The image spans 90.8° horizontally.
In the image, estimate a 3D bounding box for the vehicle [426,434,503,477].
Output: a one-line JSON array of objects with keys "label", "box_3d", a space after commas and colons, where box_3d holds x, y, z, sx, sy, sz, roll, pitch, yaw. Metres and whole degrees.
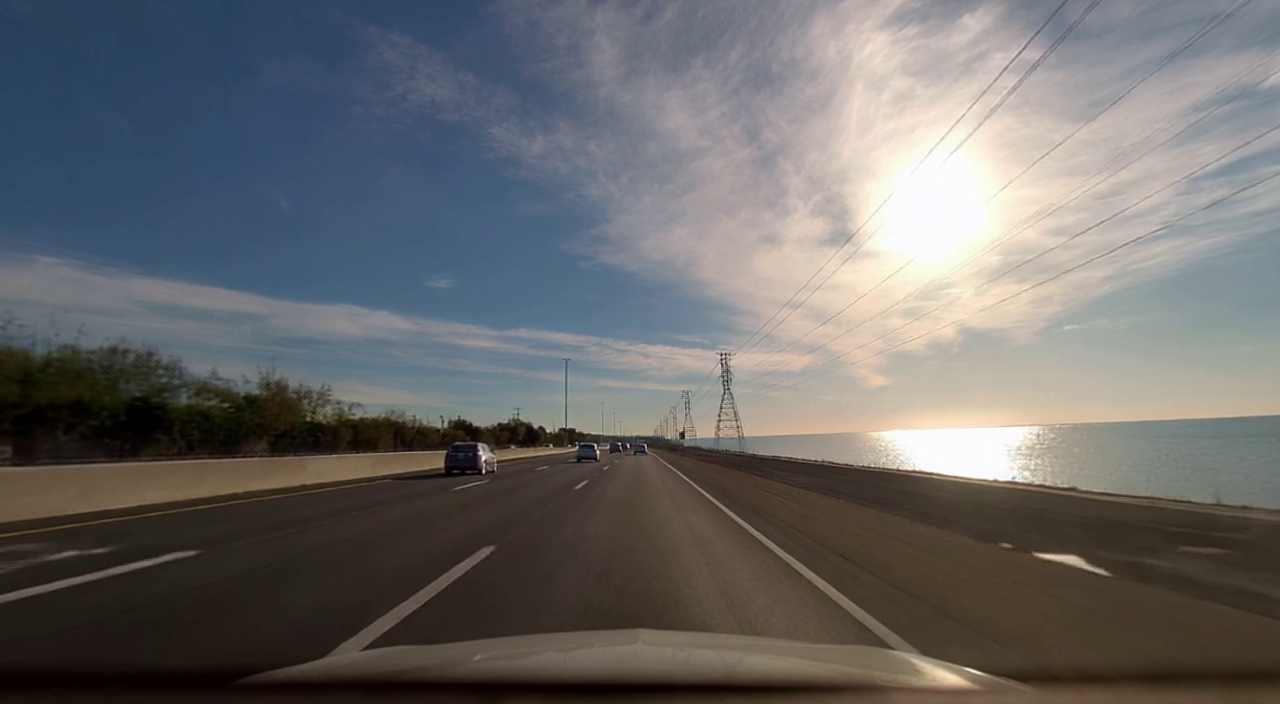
[{"label": "vehicle", "box_3d": [-7.531, 4.473, 27.535, 2.050, 1.717, 4.418, 0, -8, 0]}]

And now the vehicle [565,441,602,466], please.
[{"label": "vehicle", "box_3d": [-3.545, 6.496, 40.435, 1.957, 1.494, 4.207, 0, -8, 1]}]
